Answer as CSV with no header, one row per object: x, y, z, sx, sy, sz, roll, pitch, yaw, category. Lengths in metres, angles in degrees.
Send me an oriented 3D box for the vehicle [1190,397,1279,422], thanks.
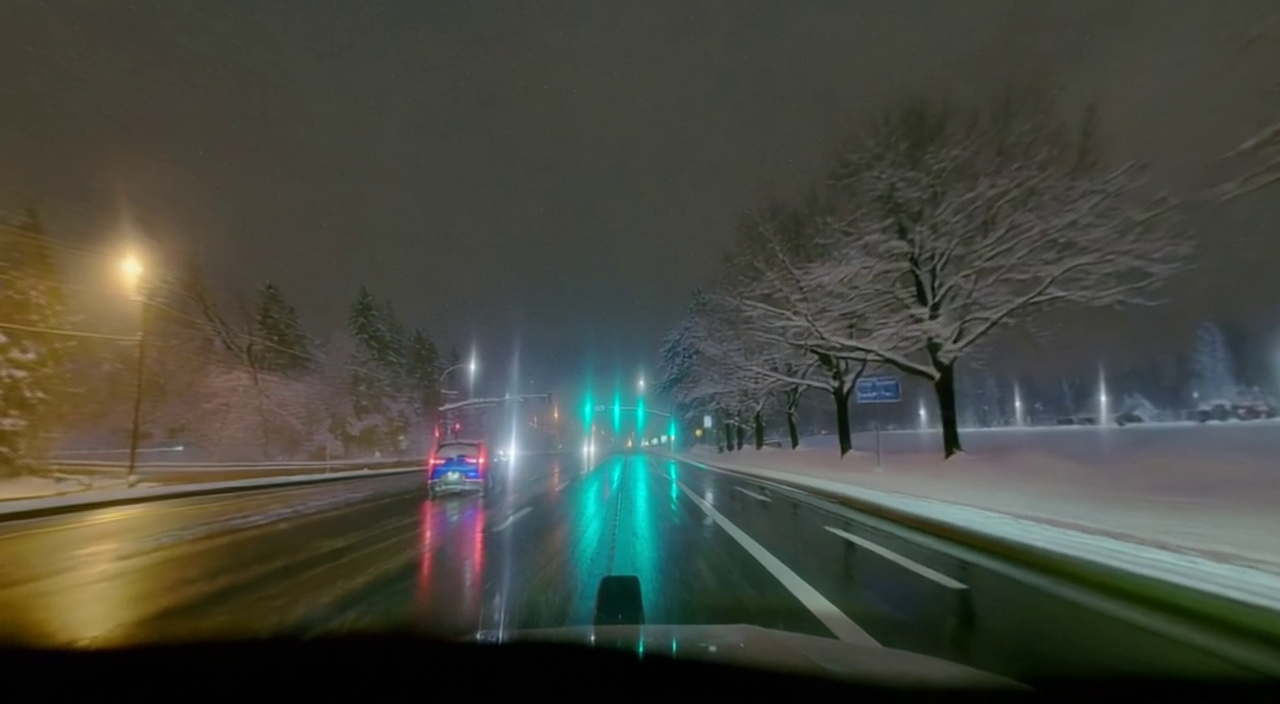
46.481,4.534,49.273,1.860,1.607,4.938,4,-9,-29,vehicle

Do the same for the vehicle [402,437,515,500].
-4.723,3.065,17.123,1.964,1.472,4.078,0,-8,-2,vehicle
